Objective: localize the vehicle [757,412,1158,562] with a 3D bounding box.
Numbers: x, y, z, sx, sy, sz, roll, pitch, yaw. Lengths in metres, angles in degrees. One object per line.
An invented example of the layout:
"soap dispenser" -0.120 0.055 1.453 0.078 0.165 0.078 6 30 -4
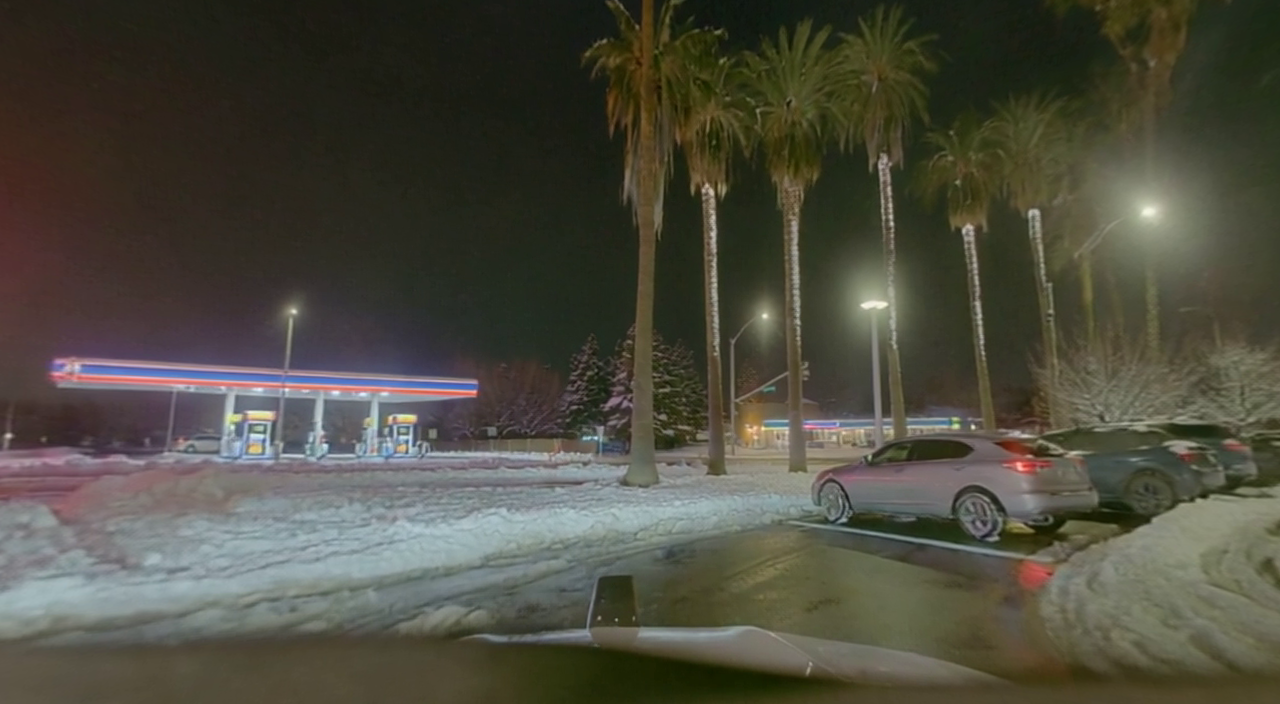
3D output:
"vehicle" 3.959 1.720 8.816 1.937 1.490 4.564 5 -10 -33
